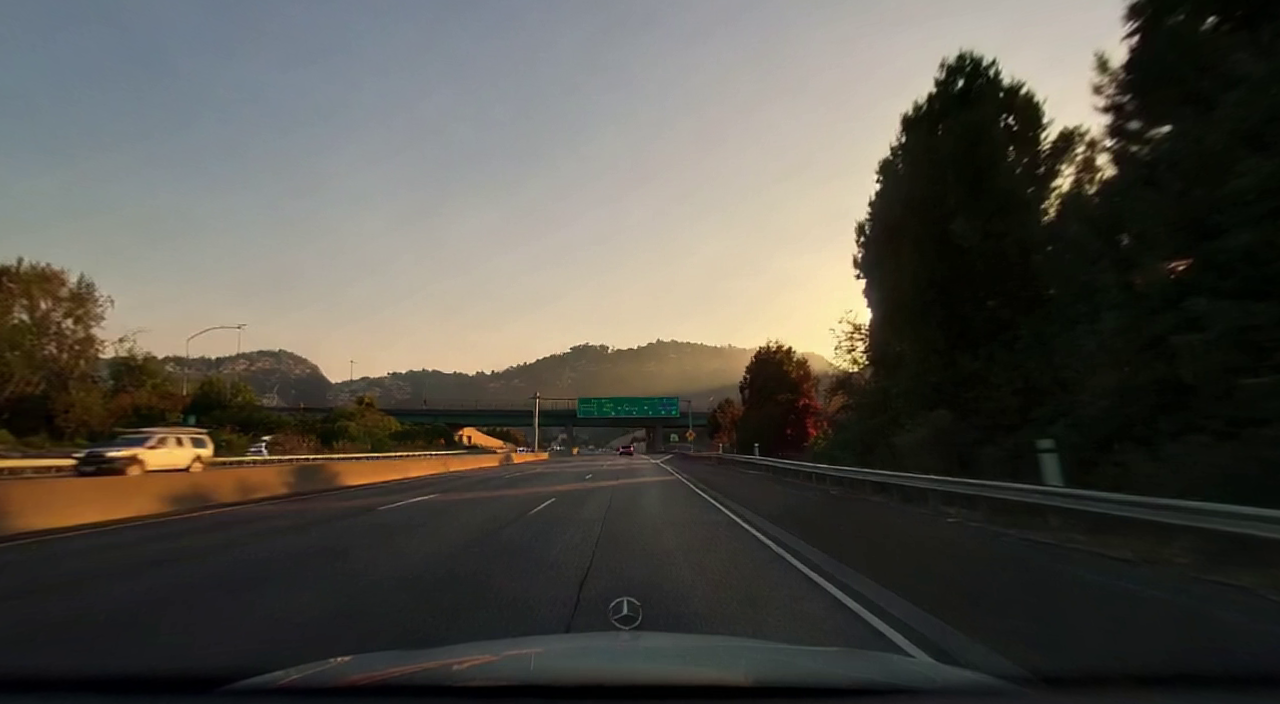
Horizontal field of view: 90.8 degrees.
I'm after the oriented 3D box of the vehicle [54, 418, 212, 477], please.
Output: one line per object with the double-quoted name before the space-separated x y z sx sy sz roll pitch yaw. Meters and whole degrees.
"vehicle" -25.242 4.825 31.974 2.224 2.634 6.930 0 -9 -1
